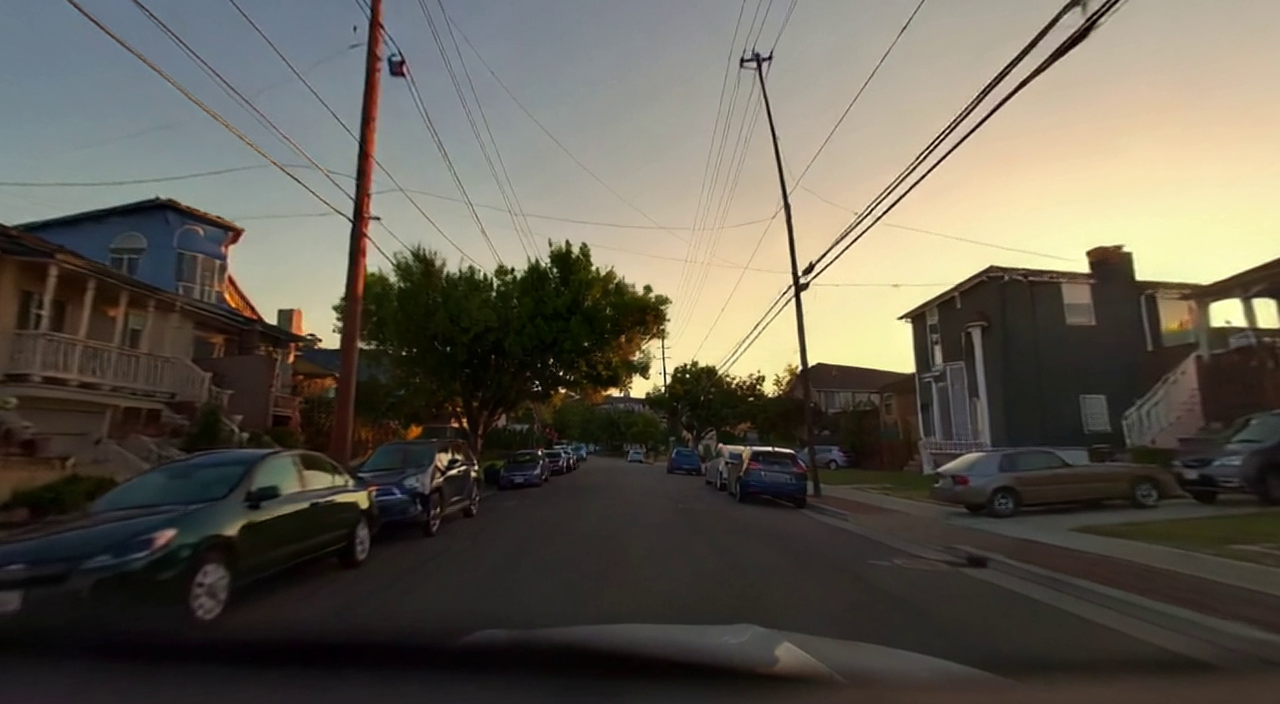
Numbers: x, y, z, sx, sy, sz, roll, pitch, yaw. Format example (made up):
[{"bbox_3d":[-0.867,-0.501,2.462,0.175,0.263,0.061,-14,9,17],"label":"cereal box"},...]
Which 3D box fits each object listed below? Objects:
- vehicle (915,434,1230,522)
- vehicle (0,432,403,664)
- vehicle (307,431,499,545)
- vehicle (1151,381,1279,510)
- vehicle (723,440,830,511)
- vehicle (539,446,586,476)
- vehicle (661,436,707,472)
[{"bbox_3d":[7.889,2.322,11.911,4.480,1.497,1.884,0,-9,2],"label":"vehicle"},{"bbox_3d":[-4.101,1.613,6.341,1.745,1.490,4.304,0,-9,0],"label":"vehicle"},{"bbox_3d":[-3.920,2.296,11.285,1.876,1.645,3.911,0,-9,0],"label":"vehicle"},{"bbox_3d":[13.956,1.767,12.059,6.412,2.204,2.247,0,-9,-2],"label":"vehicle"},{"bbox_3d":[3.350,3.115,16.337,1.916,1.587,3.986,0,-9,1],"label":"vehicle"},{"bbox_3d":[-4.094,5.864,34.036,1.979,1.471,4.366,1,-10,0],"label":"vehicle"},{"bbox_3d":[2.819,6.729,41.751,2.564,2.155,6.053,0,-9,0],"label":"vehicle"}]
